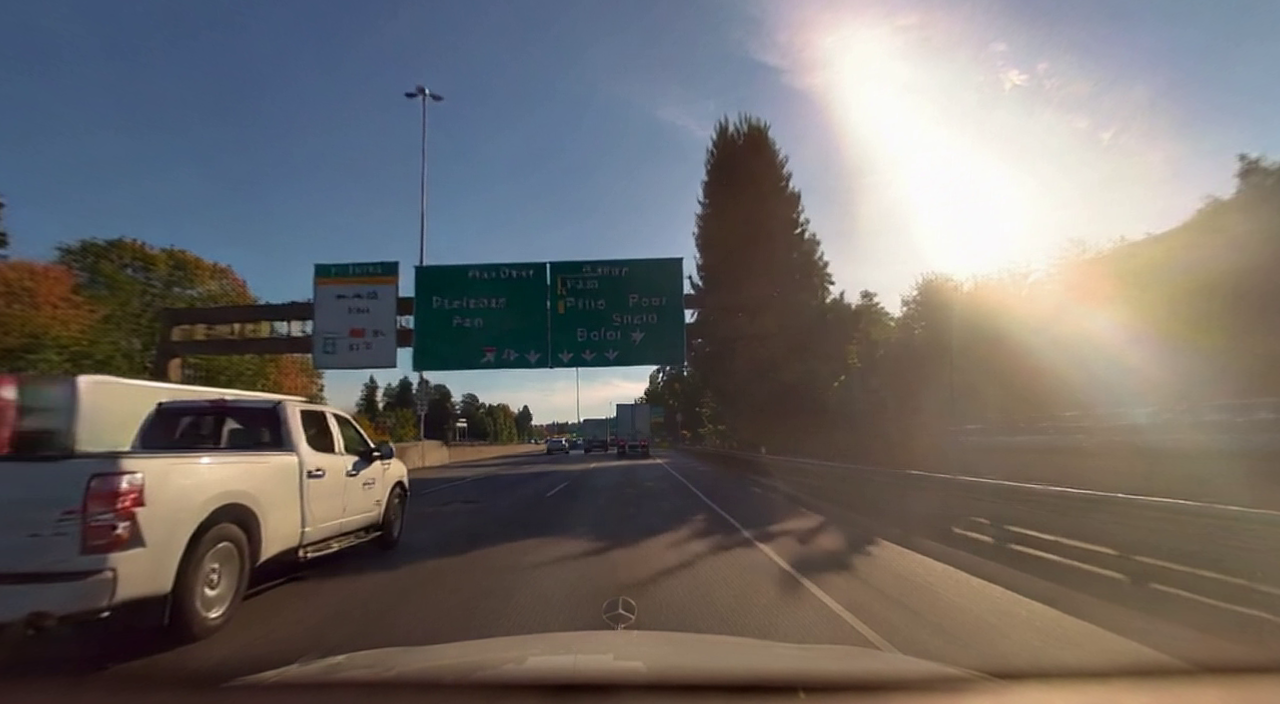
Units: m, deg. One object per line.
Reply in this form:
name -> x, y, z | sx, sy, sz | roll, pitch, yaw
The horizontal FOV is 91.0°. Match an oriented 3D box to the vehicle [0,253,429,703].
vehicle -> -3.520, 0.946, 4.761 | 2.223, 2.045, 4.798 | 0, -8, -1
